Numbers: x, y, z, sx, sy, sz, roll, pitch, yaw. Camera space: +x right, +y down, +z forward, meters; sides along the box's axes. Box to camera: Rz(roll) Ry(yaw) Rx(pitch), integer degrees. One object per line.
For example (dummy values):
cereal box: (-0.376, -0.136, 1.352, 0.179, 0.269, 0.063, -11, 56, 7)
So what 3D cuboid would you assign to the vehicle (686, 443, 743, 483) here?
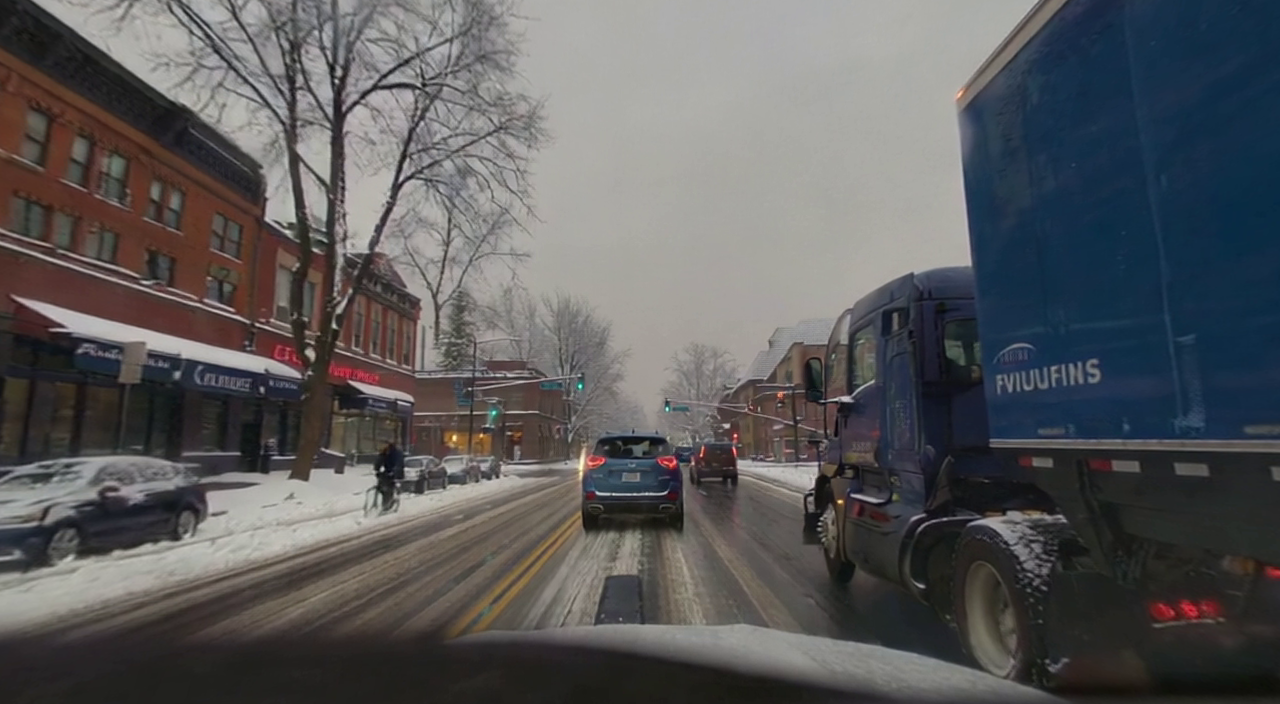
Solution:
vehicle: (3.437, 5.200, 29.961, 2.159, 1.696, 4.316, 0, -8, 0)

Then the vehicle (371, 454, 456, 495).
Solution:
vehicle: (-8.698, 4.715, 24.665, 1.805, 1.379, 4.359, 0, -8, -1)

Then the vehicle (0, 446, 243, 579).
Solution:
vehicle: (-8.839, 2.374, 10.256, 1.896, 1.652, 4.269, 0, -8, 1)

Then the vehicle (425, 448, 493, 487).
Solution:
vehicle: (-8.711, 5.554, 30.785, 2.084, 1.686, 4.422, 0, -8, -1)

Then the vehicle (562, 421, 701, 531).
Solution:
vehicle: (-0.148, 2.375, 12.708, 2.283, 1.783, 4.548, 0, -8, 0)

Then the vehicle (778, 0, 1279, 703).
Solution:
vehicle: (3.028, -0.013, 2.406, 2.913, 3.771, 9.716, 0, -8, 1)
